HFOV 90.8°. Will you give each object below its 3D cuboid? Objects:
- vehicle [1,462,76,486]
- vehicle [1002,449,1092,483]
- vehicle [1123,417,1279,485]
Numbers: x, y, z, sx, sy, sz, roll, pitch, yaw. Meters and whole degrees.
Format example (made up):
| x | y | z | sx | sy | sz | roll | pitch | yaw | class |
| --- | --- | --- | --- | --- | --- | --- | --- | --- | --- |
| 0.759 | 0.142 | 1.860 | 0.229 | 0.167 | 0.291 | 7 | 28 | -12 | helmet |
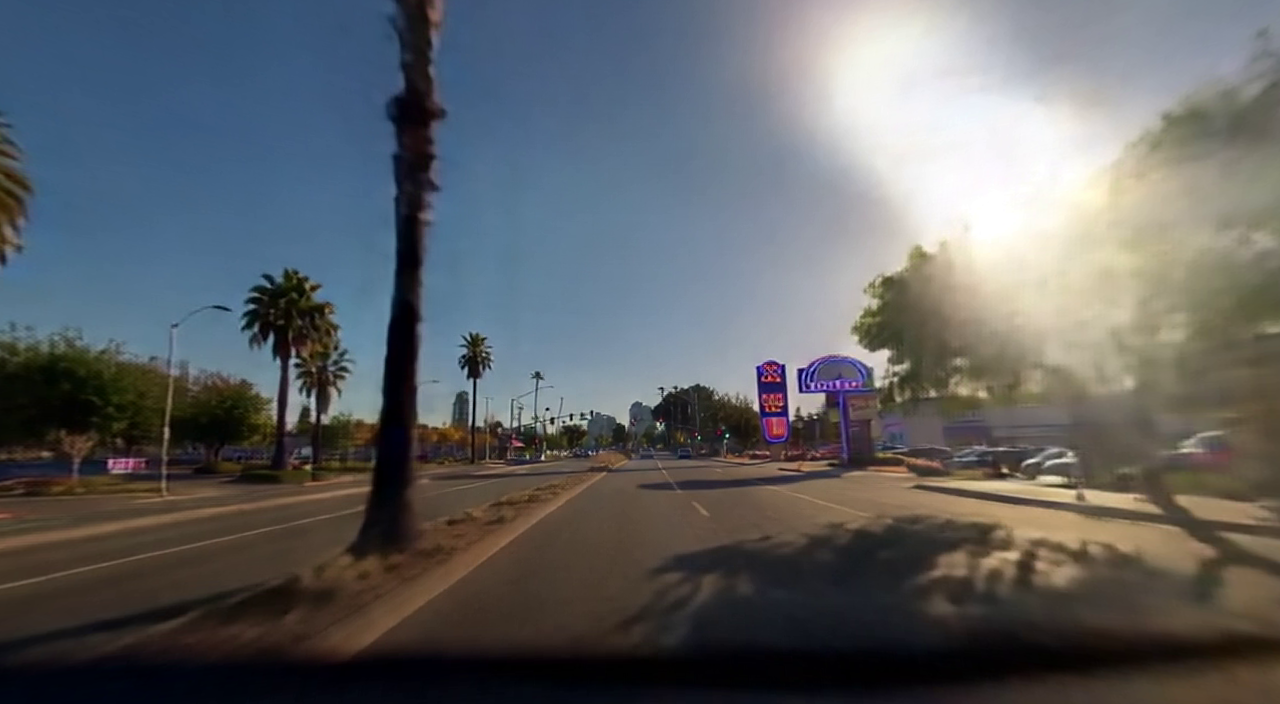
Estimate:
| x | y | z | sx | sy | sz | roll | pitch | yaw | class |
| --- | --- | --- | --- | --- | --- | --- | --- | --- | --- |
| -42.176 | 8.511 | 44.294 | 4.558 | 1.473 | 2.088 | -4 | -9 | 24 | vehicle |
| 22.444 | 6.279 | 35.075 | 1.996 | 1.683 | 4.379 | 0 | -8 | -1 | vehicle |
| 21.307 | 3.436 | 22.064 | 6.489 | 2.179 | 2.882 | 0 | -9 | -1 | vehicle |
